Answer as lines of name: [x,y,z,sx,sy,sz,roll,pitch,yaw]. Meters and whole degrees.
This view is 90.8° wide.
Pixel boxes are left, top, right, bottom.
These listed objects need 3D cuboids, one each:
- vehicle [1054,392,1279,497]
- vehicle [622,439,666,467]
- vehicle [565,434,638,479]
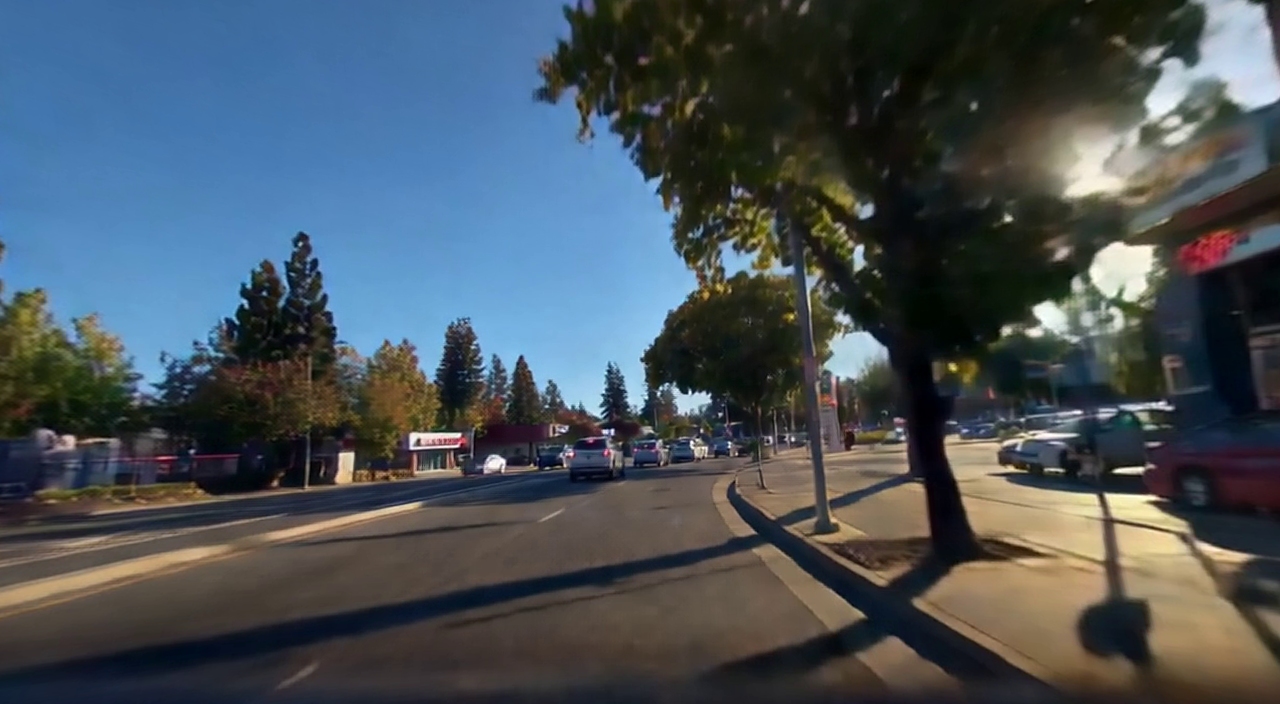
vehicle: [11.946,1.941,13.647,4.408,1.682,2.040,-7,-9,0]
vehicle: [0.311,6.275,39.383,2.002,1.664,4.113,-2,-9,12]
vehicle: [-1.599,4.631,28.141,2.168,1.783,4.695,-2,-9,10]
